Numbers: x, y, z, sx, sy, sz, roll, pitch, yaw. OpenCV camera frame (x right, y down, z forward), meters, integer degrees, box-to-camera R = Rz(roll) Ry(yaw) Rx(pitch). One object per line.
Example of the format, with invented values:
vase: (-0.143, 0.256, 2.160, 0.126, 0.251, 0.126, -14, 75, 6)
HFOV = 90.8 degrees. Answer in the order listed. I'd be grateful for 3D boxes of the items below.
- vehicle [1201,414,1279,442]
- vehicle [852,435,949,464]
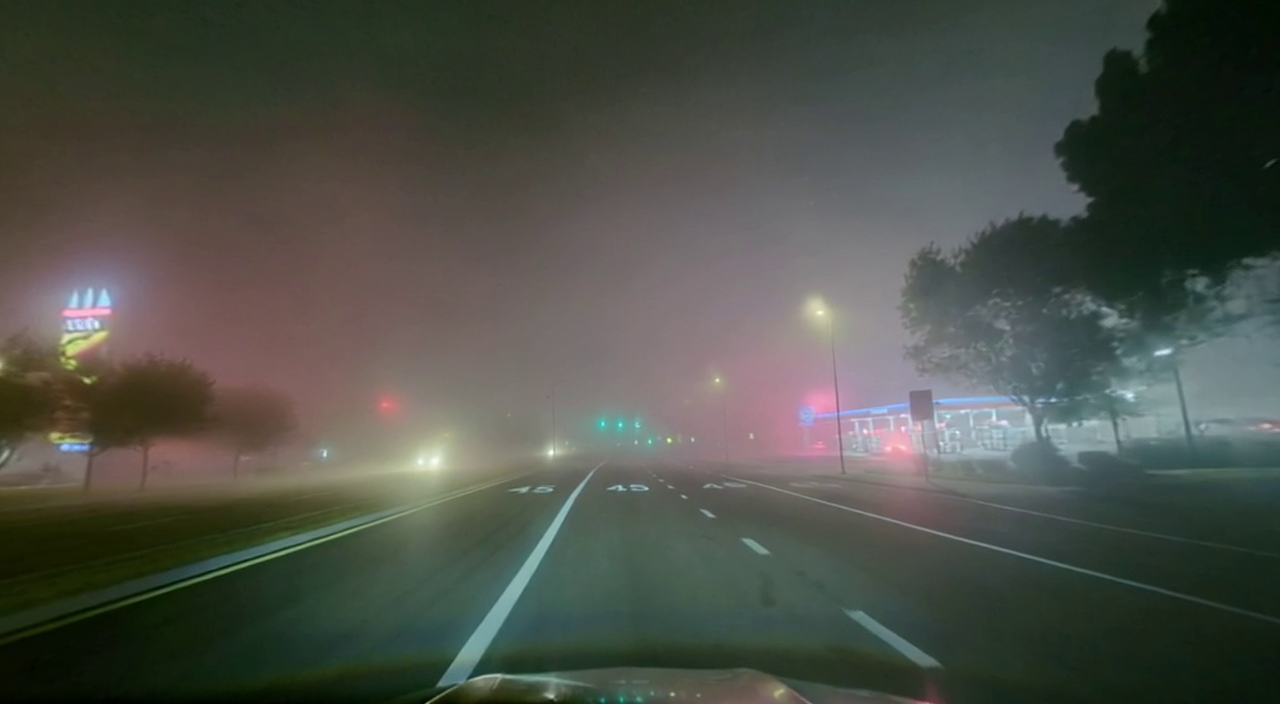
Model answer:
vehicle: (40.570, 5.087, 42.053, 1.889, 1.699, 4.777, -1, -8, -1)
vehicle: (14.610, 5.509, 35.628, 4.548, 1.568, 1.953, 0, -9, -2)
